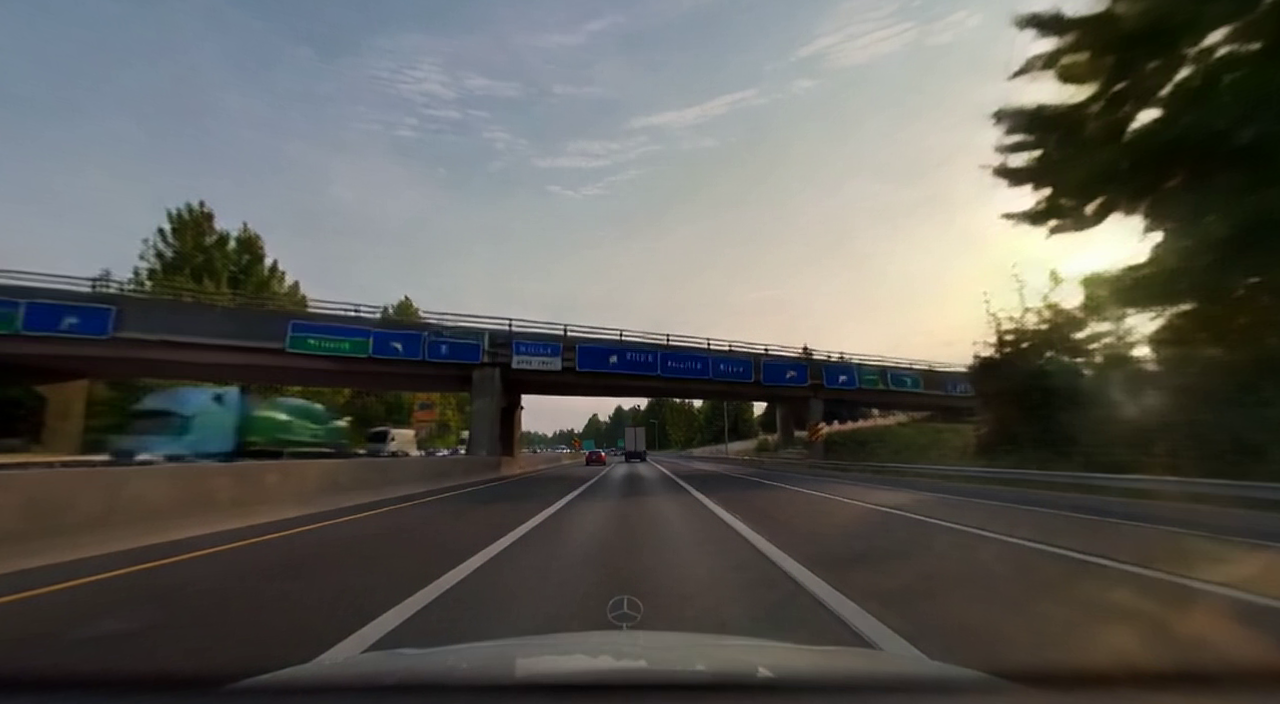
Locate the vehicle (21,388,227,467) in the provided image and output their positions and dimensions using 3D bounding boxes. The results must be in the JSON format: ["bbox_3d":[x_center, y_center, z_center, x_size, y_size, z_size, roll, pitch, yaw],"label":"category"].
[{"bbox_3d":[-23.633,3.675,29.682,2.756,3.192,8.021,0,-9,0],"label":"vehicle"}]

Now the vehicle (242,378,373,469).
[{"bbox_3d":[-15.797,3.579,30.528,2.938,3.932,5.905,0,-9,0],"label":"vehicle"}]
